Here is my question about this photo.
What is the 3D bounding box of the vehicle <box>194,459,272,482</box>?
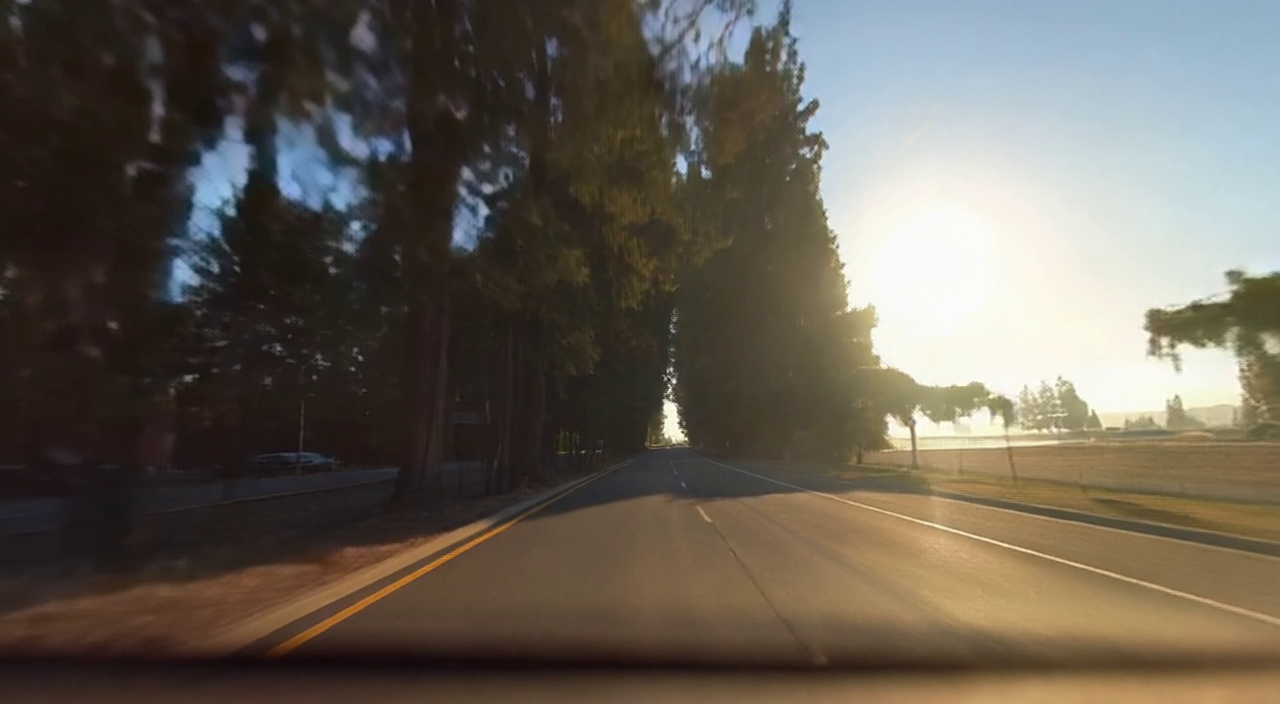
[{"bbox_3d":[-31.134,9.078,48.390,4.606,1.606,2.045,-1,-8,2],"label":"vehicle"}]
